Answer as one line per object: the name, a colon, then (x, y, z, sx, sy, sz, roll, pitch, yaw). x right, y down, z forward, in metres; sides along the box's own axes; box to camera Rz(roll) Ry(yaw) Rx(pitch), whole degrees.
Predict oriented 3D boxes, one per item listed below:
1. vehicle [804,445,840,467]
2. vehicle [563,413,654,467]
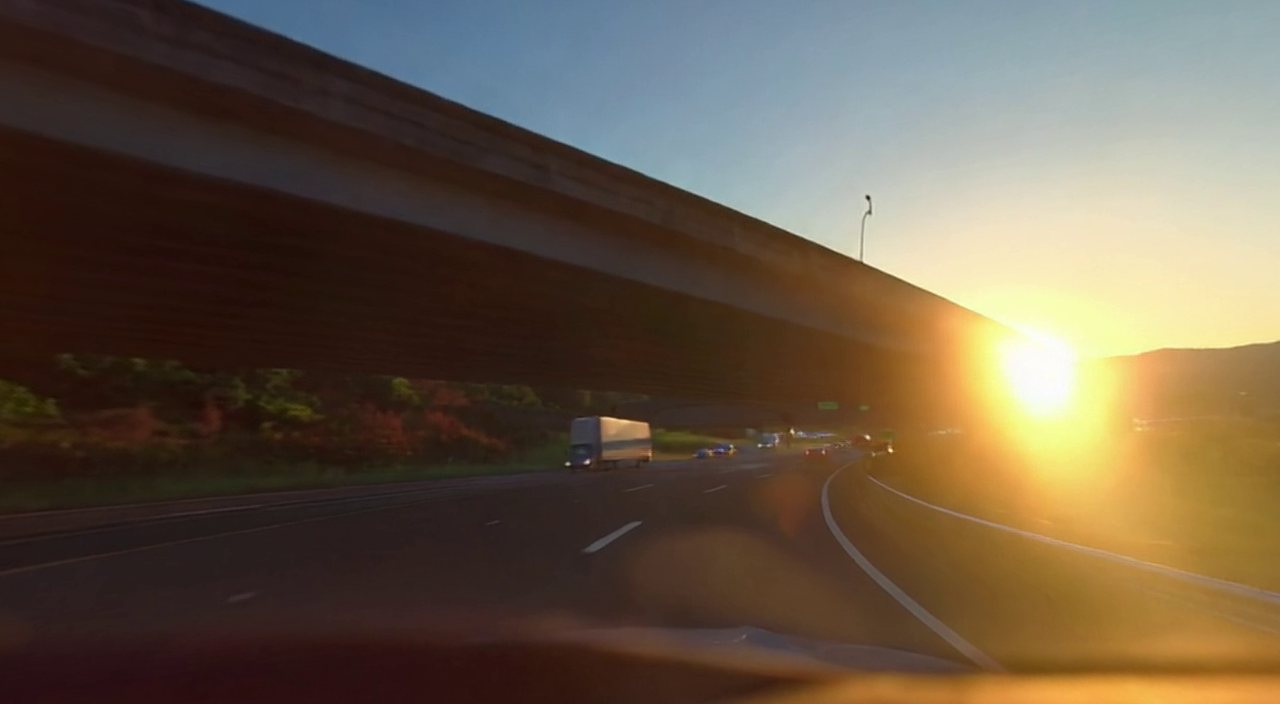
vehicle: (12.416, 7.052, 42.873, 1.807, 1.427, 3.645, -4, -10, 23)
vehicle: (-2.084, 6.544, 46.355, 2.965, 3.507, 9.019, -4, -10, 23)
